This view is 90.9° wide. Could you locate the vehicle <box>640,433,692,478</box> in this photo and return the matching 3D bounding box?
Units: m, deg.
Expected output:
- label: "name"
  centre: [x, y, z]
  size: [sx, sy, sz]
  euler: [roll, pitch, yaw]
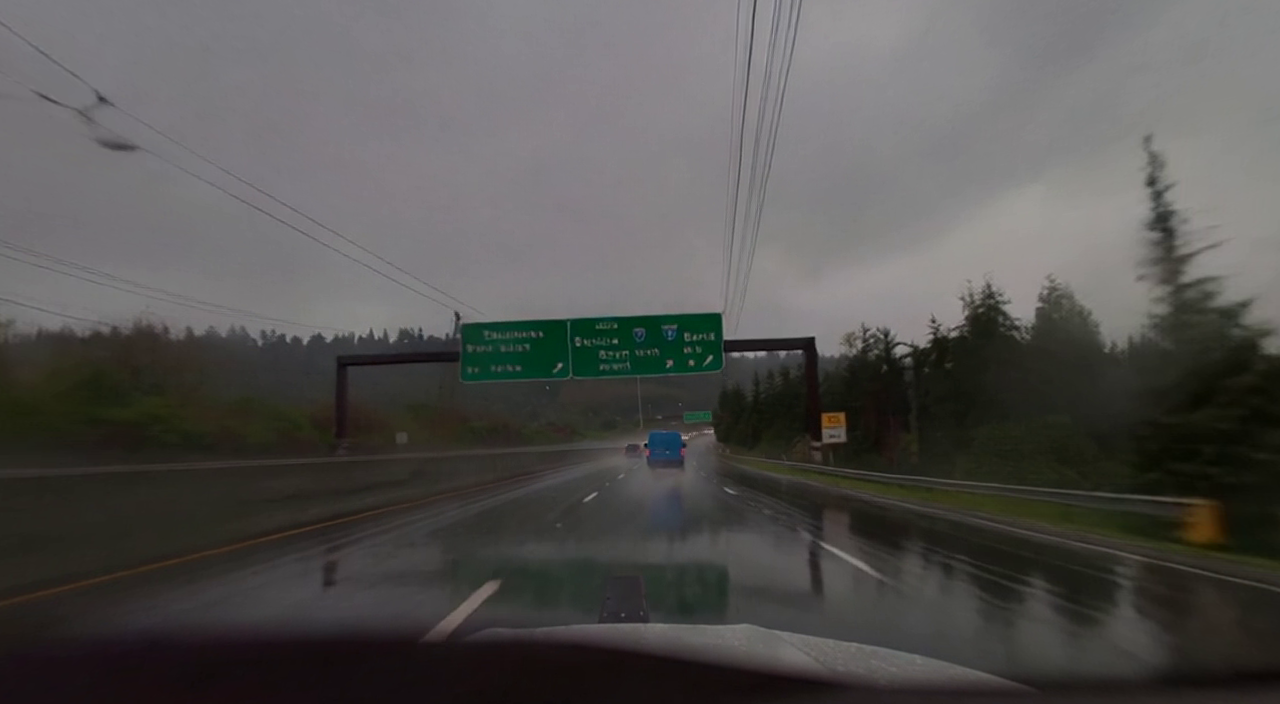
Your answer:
- label: "vehicle"
  centre: [1.211, 4.936, 30.141]
  size: [2.261, 1.969, 5.104]
  euler: [0, -9, 2]
